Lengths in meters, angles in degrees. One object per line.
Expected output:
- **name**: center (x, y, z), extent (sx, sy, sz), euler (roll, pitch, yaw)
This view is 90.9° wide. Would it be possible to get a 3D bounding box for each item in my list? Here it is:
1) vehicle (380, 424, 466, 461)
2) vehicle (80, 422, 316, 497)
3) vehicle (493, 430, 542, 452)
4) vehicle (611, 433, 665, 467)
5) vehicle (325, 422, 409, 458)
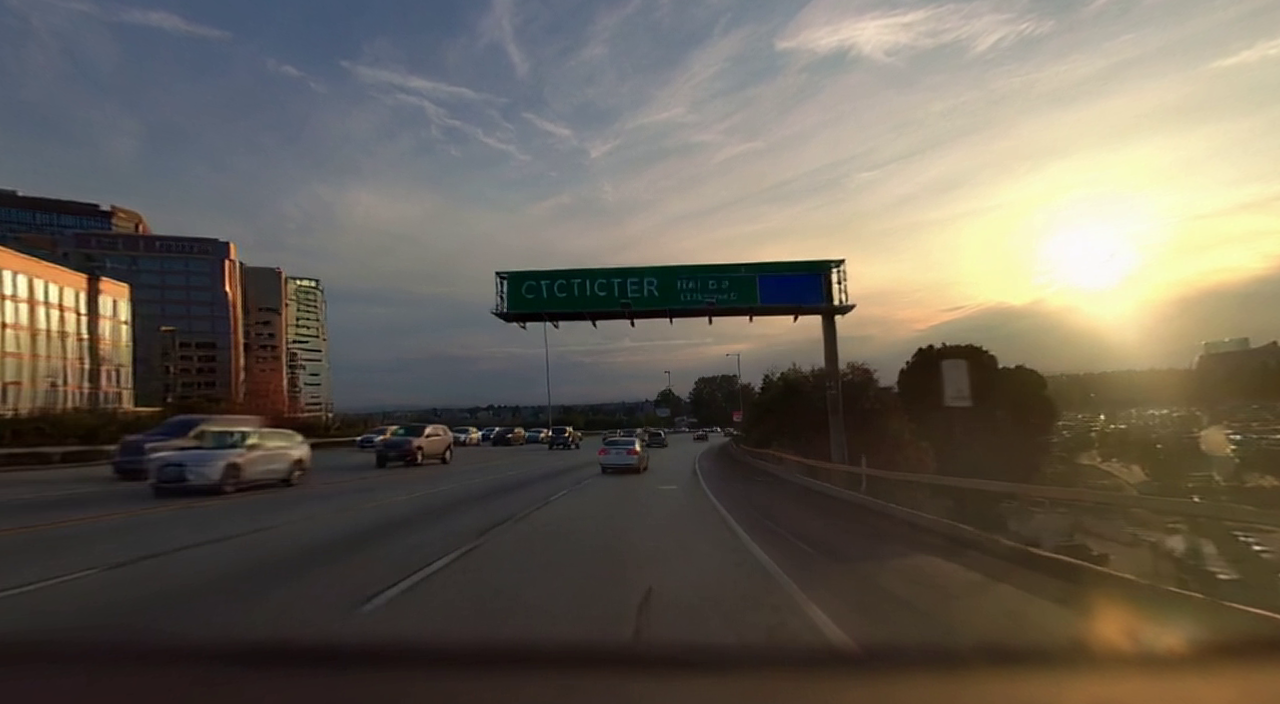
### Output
- **vehicle**: center (-9.690, 4.120, 28.636), extent (1.943, 1.536, 4.656), euler (-1, -8, 5)
- **vehicle**: center (-10.176, 2.519, 15.119), extent (2.097, 1.484, 4.621), euler (-1, -8, 4)
- **vehicle**: center (-8.453, 6.227, 43.980), extent (2.020, 1.470, 4.639), euler (-1, -8, 7)
- **vehicle**: center (-0.019, 4.680, 30.231), extent (2.035, 1.460, 4.497), euler (-1, -8, 7)
- **vehicle**: center (-13.712, 4.502, 31.994), extent (1.992, 1.659, 4.562), euler (-1, -8, 4)
